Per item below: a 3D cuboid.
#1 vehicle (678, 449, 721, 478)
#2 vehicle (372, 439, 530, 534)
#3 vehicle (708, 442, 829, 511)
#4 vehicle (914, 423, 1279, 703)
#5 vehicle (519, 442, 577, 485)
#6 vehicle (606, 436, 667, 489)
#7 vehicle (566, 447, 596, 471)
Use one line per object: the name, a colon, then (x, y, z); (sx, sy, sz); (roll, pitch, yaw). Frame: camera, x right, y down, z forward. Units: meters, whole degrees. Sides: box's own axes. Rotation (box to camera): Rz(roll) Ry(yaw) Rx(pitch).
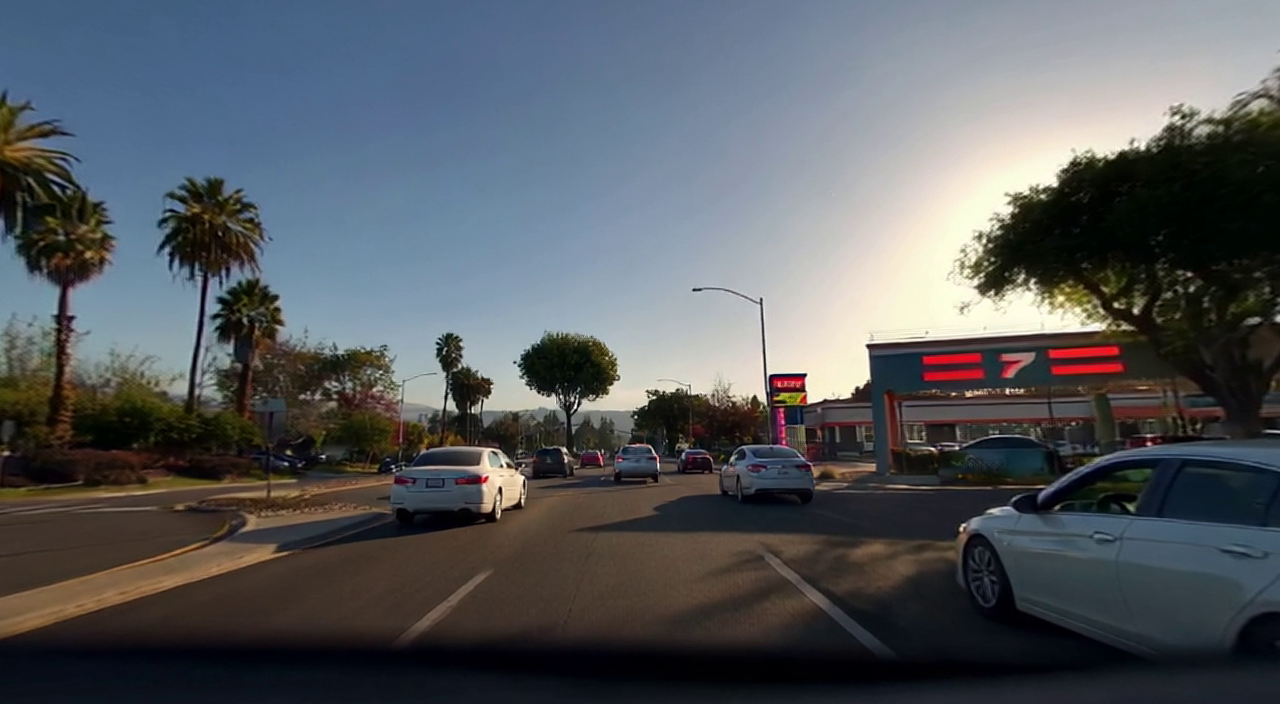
vehicle: (3.241, 6.193, 35.085); (1.880, 1.476, 3.932); (0, -8, -2)
vehicle: (-3.395, 2.469, 12.246); (1.864, 1.505, 4.202); (0, -8, -1)
vehicle: (3.076, 3.082, 16.147); (1.977, 1.480, 4.589); (0, -8, -2)
vehicle: (3.633, 1.206, 3.853); (1.867, 1.448, 4.436); (0, -8, -1)
vehicle: (-3.967, 4.865, 27.821); (1.932, 1.695, 4.235); (0, -8, 0)
vehicle: (-0.156, 4.229, 24.446); (2.164, 1.867, 4.254); (0, -8, -1)
vehicle: (-4.321, 7.830, 46.354); (1.871, 1.673, 3.920); (0, -8, -1)
